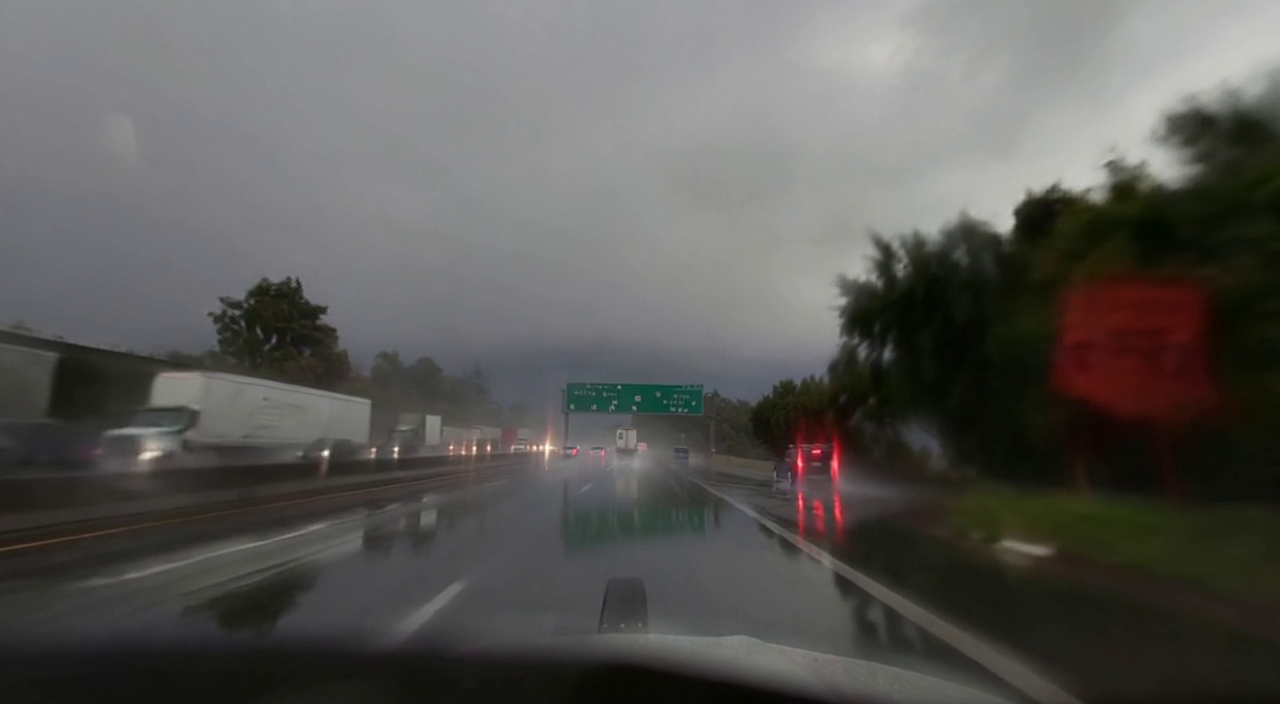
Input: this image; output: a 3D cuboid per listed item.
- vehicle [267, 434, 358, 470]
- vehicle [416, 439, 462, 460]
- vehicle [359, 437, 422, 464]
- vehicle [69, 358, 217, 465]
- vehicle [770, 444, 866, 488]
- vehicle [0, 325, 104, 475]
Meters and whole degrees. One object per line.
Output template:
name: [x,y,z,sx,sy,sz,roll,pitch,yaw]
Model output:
vehicle: [-14.266,4.390,27.733,1.873,1.432,3.960,0,-9,-1]
vehicle: [-14.228,6.950,44.904,1.879,1.444,4.337,0,-9,-1]
vehicle: [-14.666,5.842,37.318,1.935,1.462,4.396,0,-9,-1]
vehicle: [-18.651,2.311,23.907,2.989,3.823,2.790,0,-9,-1]
vehicle: [7.572,4.881,27.325,2.080,1.725,4.252,2,-9,-14]
vehicle: [-18.619,0.655,12.891,2.787,3.985,14.192,0,-9,0]
